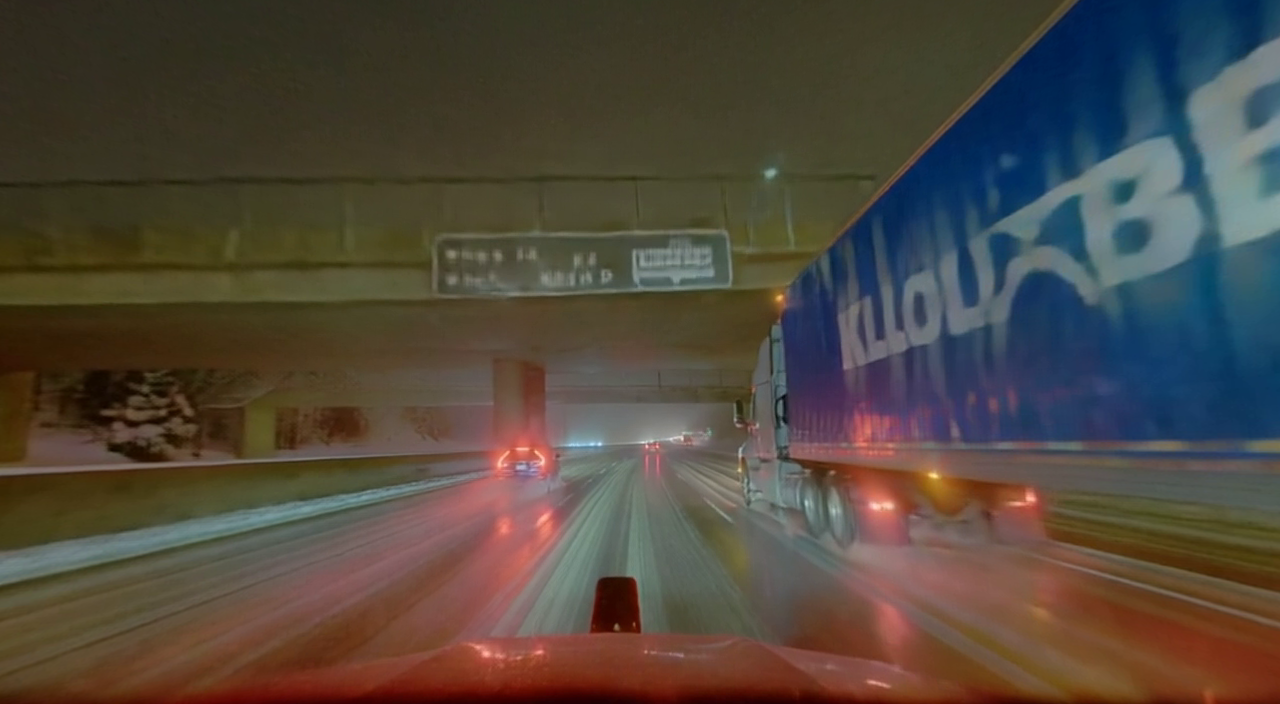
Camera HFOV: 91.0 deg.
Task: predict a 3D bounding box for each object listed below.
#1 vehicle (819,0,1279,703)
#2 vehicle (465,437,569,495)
[{"bbox_3d":[3.826,-0.251,1.359,3.306,3.531,11.717,0,-8,-1],"label":"vehicle"},{"bbox_3d":[-3.612,3.433,19.437,2.276,1.551,4.484,0,-8,0],"label":"vehicle"}]
